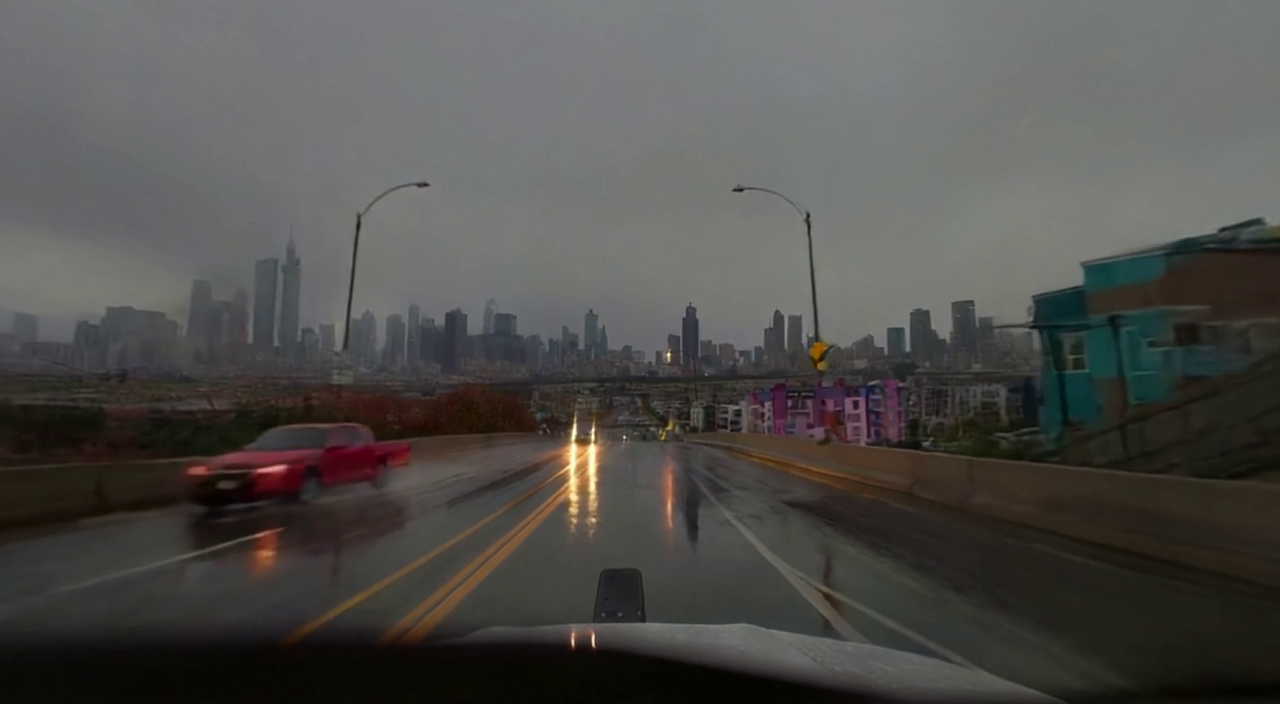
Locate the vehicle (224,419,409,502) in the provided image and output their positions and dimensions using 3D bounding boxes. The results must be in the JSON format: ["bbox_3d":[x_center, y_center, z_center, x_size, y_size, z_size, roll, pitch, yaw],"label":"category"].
[{"bbox_3d":[-7.436,2.555,15.174,2.025,1.664,4.459,0,-9,0],"label":"vehicle"}]

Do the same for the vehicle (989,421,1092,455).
[{"bbox_3d":[26.599,5.739,42.093,5.341,1.770,2.438,4,-7,0],"label":"vehicle"}]
